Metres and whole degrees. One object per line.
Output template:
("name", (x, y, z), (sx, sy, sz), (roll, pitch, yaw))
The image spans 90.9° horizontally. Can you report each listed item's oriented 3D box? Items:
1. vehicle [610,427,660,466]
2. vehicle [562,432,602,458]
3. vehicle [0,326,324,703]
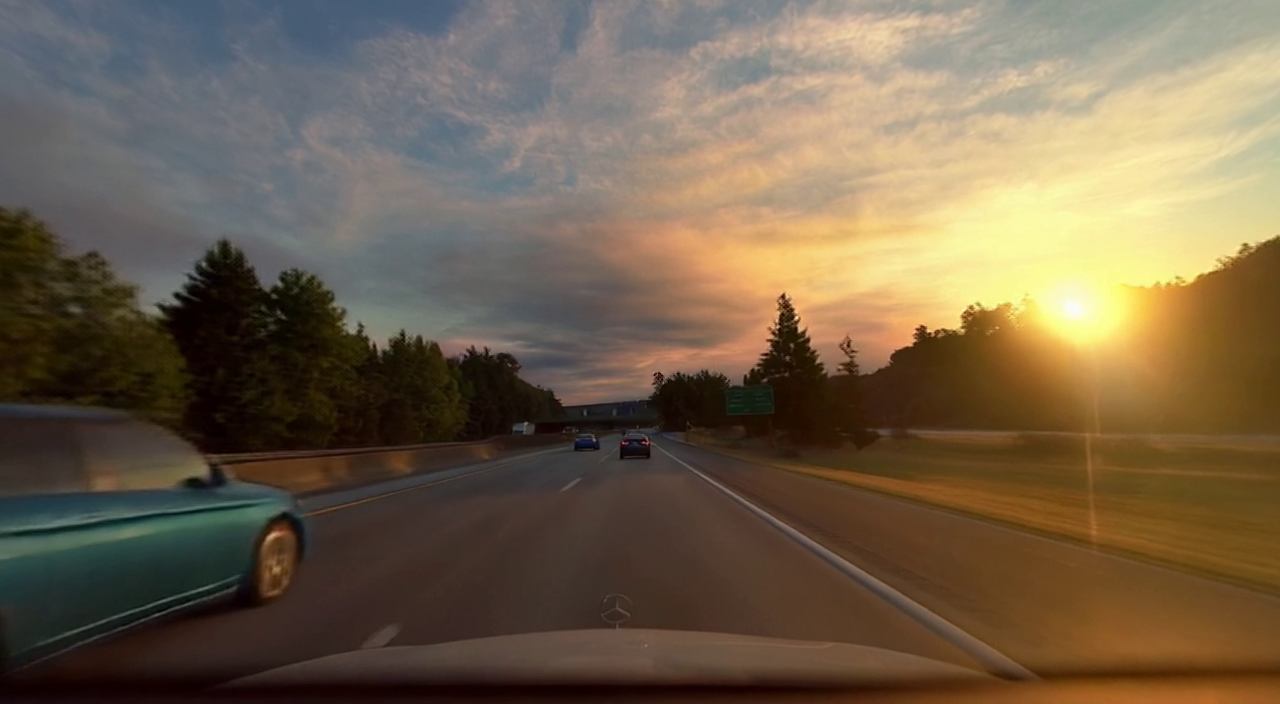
("vehicle", (-0.209, 4.334, 29.180), (2.134, 1.654, 4.174), (0, -8, 0))
("vehicle", (-3.560, 5.794, 39.438), (2.030, 1.491, 4.046), (0, -8, 1))
("vehicle", (-3.813, 0.806, 2.901), (2.251, 1.749, 4.820), (0, -8, -1))
